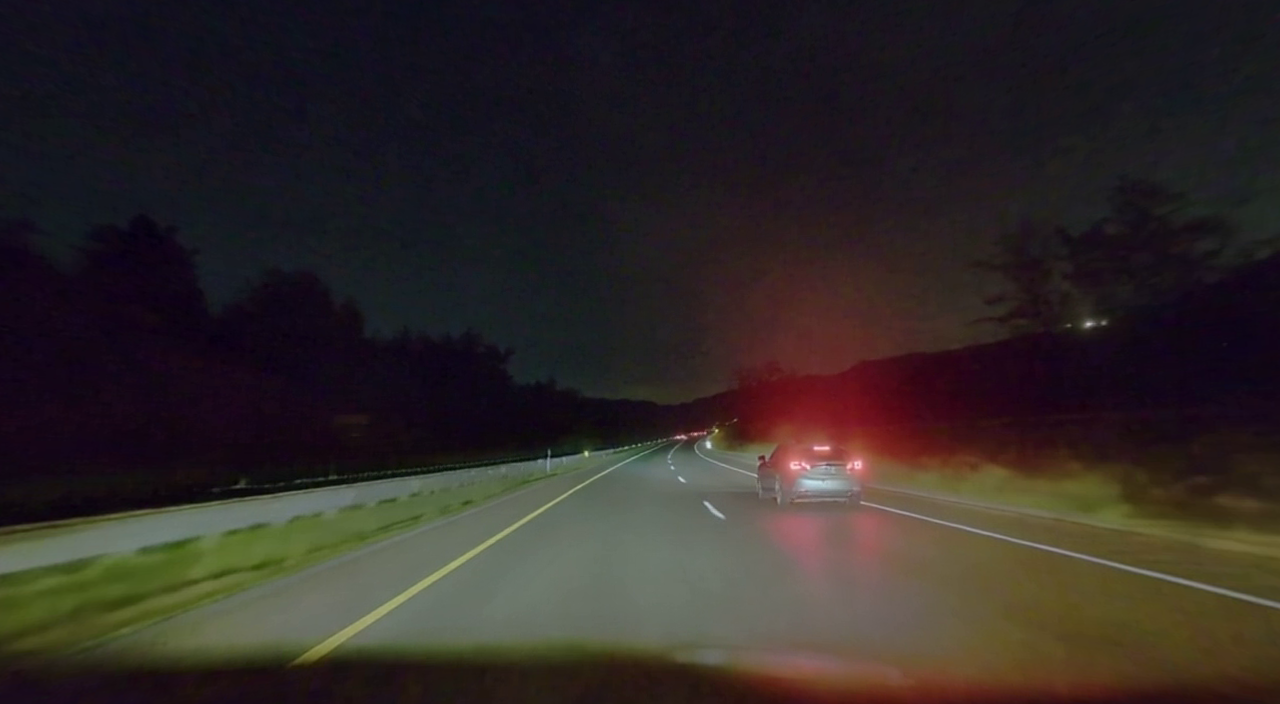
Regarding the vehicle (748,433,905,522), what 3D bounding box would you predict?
[{"bbox_3d":[3.590,2.482,13.012,1.997,1.515,4.025,0,-8,0],"label":"vehicle"}]
